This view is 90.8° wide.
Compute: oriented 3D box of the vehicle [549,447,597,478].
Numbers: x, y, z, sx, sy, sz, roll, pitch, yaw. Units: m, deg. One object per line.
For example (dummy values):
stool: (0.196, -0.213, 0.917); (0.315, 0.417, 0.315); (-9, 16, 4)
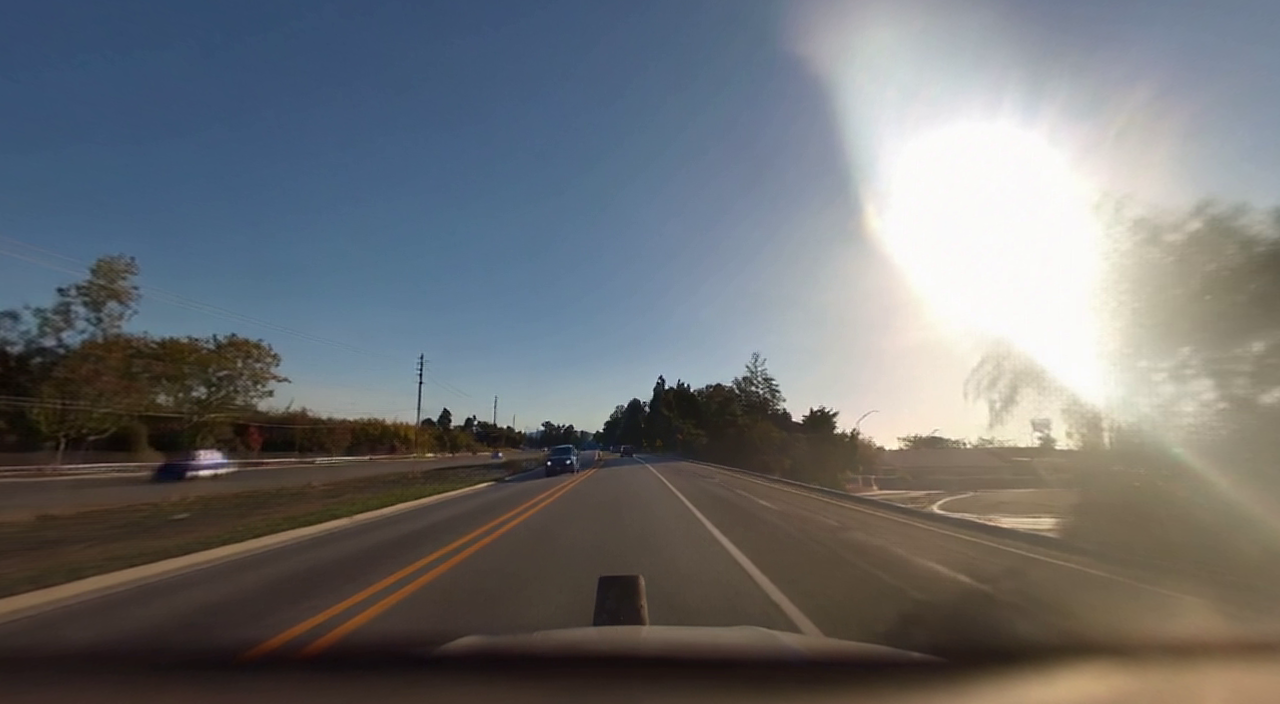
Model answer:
vehicle: (-3.504, 5.838, 33.604); (1.722, 1.523, 3.736); (-1, -9, 7)

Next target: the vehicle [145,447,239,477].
vehicle: (-26.657, 6.550, 37.826); (2.074, 1.672, 4.834); (0, -9, 0)
